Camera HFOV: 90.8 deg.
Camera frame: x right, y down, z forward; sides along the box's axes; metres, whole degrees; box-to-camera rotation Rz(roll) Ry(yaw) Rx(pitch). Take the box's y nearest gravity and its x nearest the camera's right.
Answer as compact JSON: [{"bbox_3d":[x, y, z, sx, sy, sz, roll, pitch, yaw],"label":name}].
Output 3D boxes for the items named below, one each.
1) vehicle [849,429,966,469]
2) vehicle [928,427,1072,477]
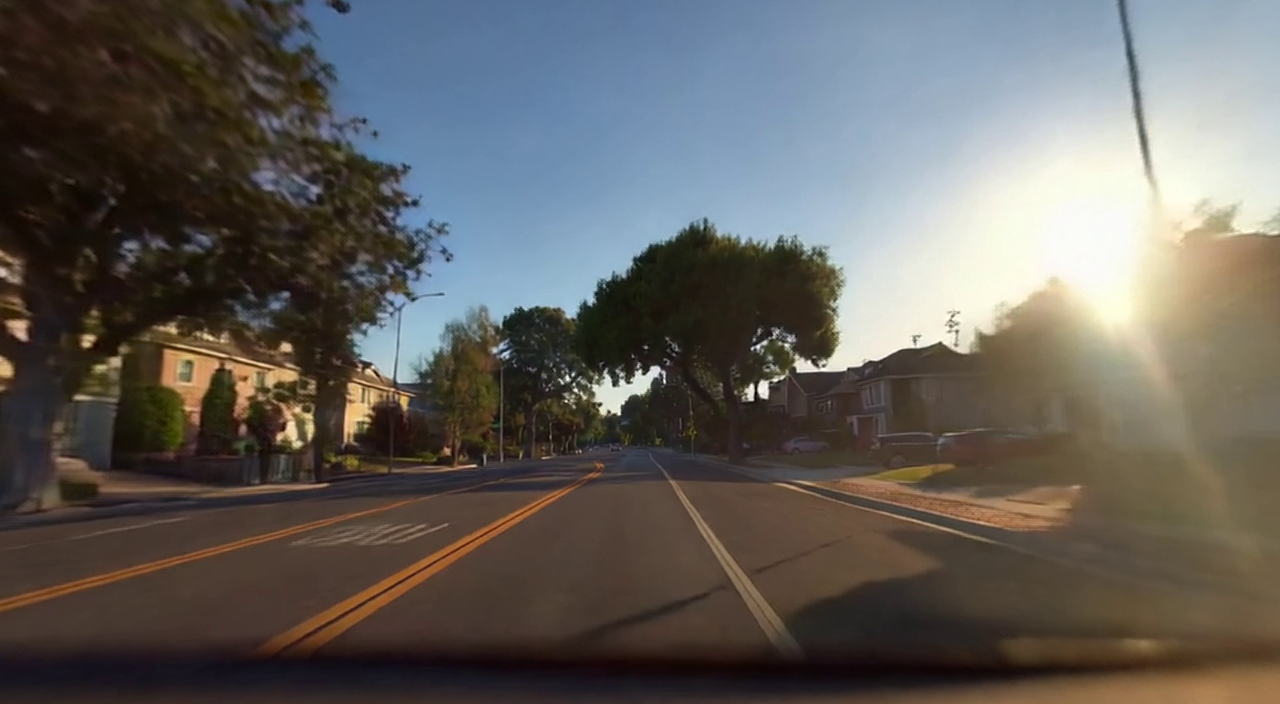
[{"bbox_3d":[13.250,4.837,31.573,4.912,1.895,2.047,-1,-8,7],"label":"vehicle"},{"bbox_3d":[14.746,4.118,26.153,4.652,1.871,2.097,0,-8,7],"label":"vehicle"}]
